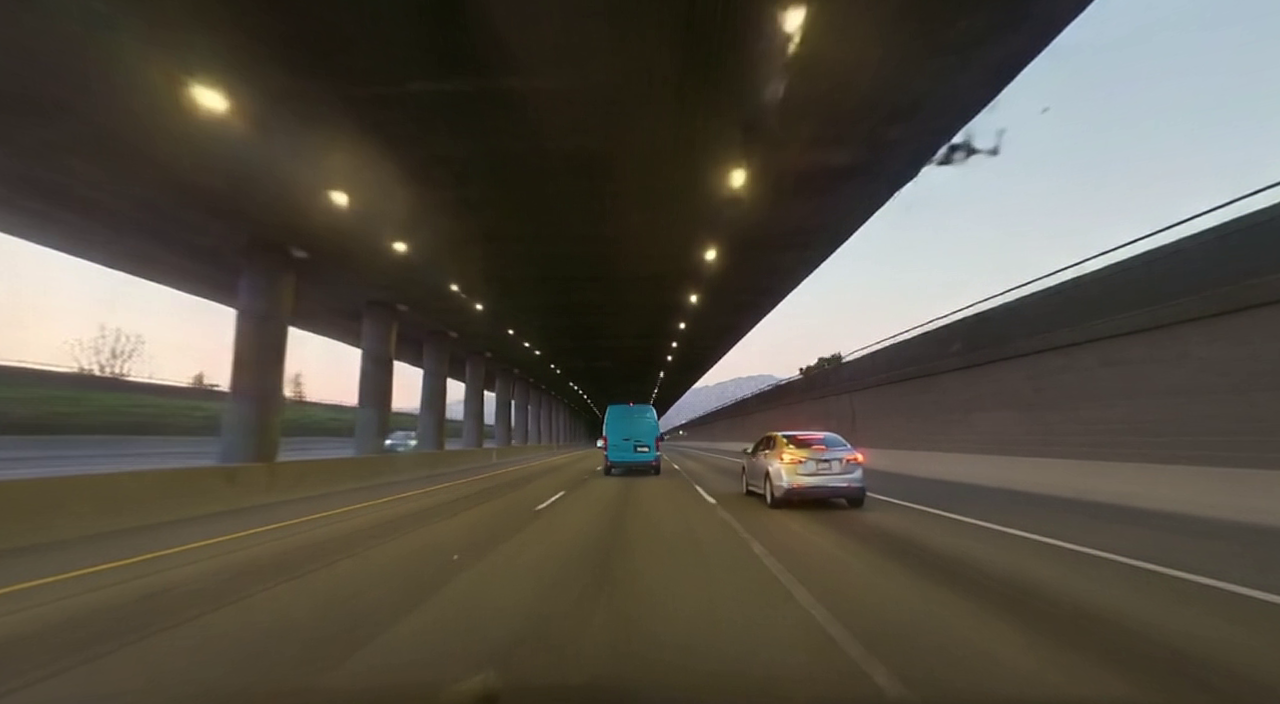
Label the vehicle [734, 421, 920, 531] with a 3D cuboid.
[{"bbox_3d":[3.002,2.070,11.139,2.095,1.553,4.069,0,-8,1],"label":"vehicle"}]

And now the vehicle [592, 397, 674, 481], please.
[{"bbox_3d":[-0.146,2.923,21.208,2.404,2.459,5.229,-1,-8,1],"label":"vehicle"}]
